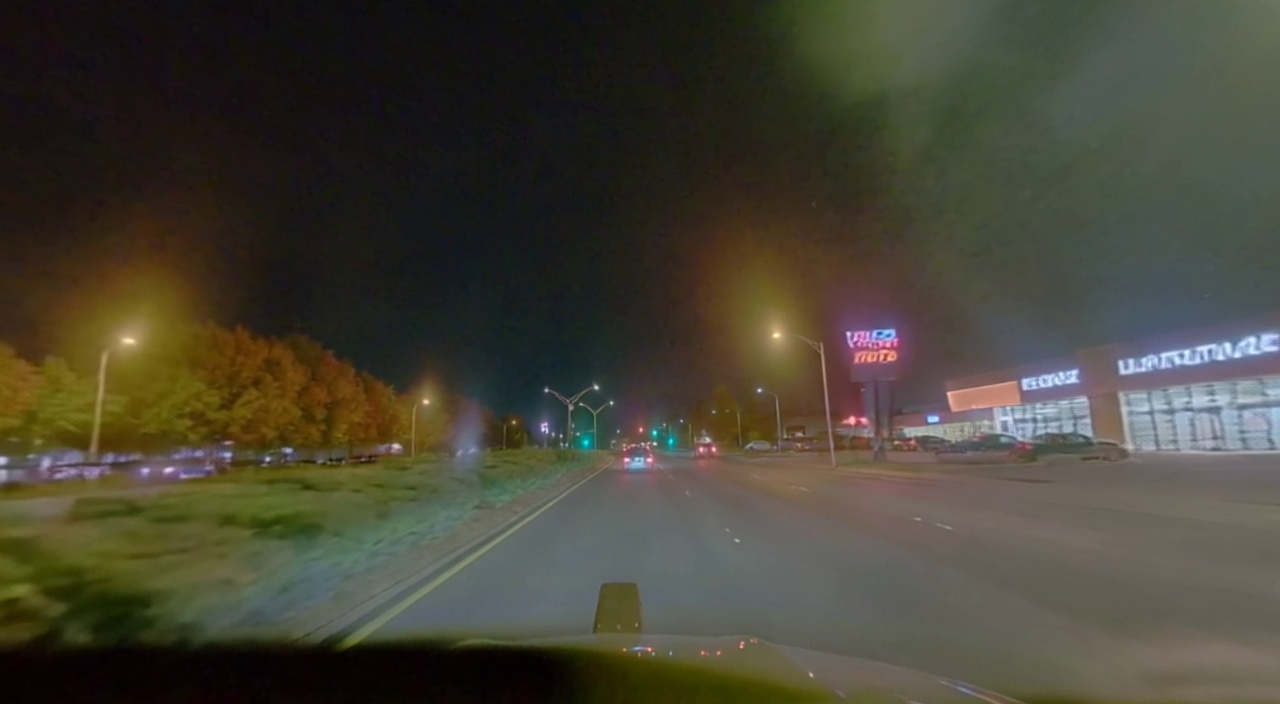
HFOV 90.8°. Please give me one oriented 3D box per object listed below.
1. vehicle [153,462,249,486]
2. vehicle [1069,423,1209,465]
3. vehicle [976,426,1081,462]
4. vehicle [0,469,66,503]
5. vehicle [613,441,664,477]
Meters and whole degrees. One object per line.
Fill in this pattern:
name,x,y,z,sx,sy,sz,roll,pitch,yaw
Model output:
vehicle,-29.196,8.126,42.158,4.702,1.471,2.215,0,-9,-1
vehicle,21.354,3.987,27.341,2.136,1.603,4.534,0,-9,-4
vehicle,21.498,5.147,35.195,2.015,1.821,4.696,2,-9,-17
vehicle,-30.185,6.323,29.939,4.125,1.427,2.000,-1,-9,5
vehicle,-0.089,4.729,28.157,2.126,1.475,3.967,0,-9,-1
